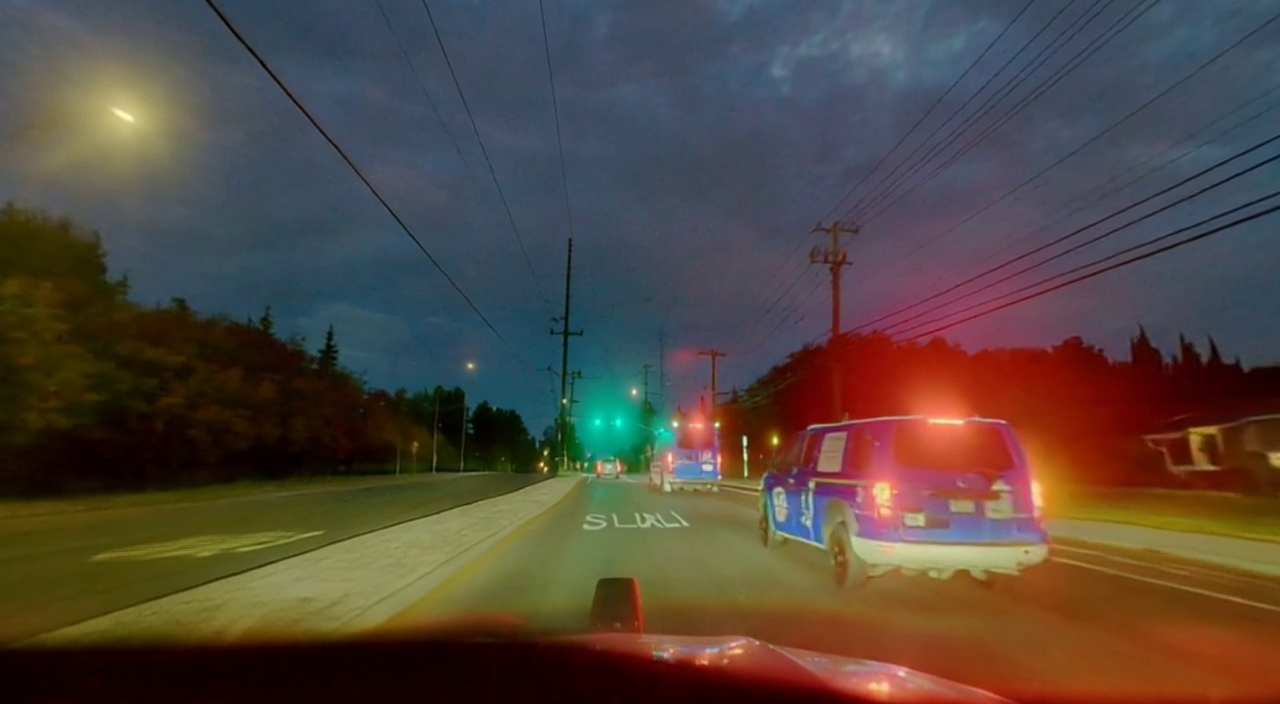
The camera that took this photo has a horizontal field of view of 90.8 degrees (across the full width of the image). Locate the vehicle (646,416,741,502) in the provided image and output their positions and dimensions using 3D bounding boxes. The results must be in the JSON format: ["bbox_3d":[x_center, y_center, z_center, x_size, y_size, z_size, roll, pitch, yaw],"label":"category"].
[{"bbox_3d":[1.728,3.787,22.791,2.406,2.687,5.521,1,-9,-6],"label":"vehicle"}]

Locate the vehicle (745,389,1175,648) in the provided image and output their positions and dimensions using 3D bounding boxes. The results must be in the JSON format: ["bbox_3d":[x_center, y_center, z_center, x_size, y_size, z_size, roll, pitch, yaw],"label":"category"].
[{"bbox_3d":[2.843,1.604,7.266,2.194,1.922,4.822,0,-8,-3],"label":"vehicle"}]
